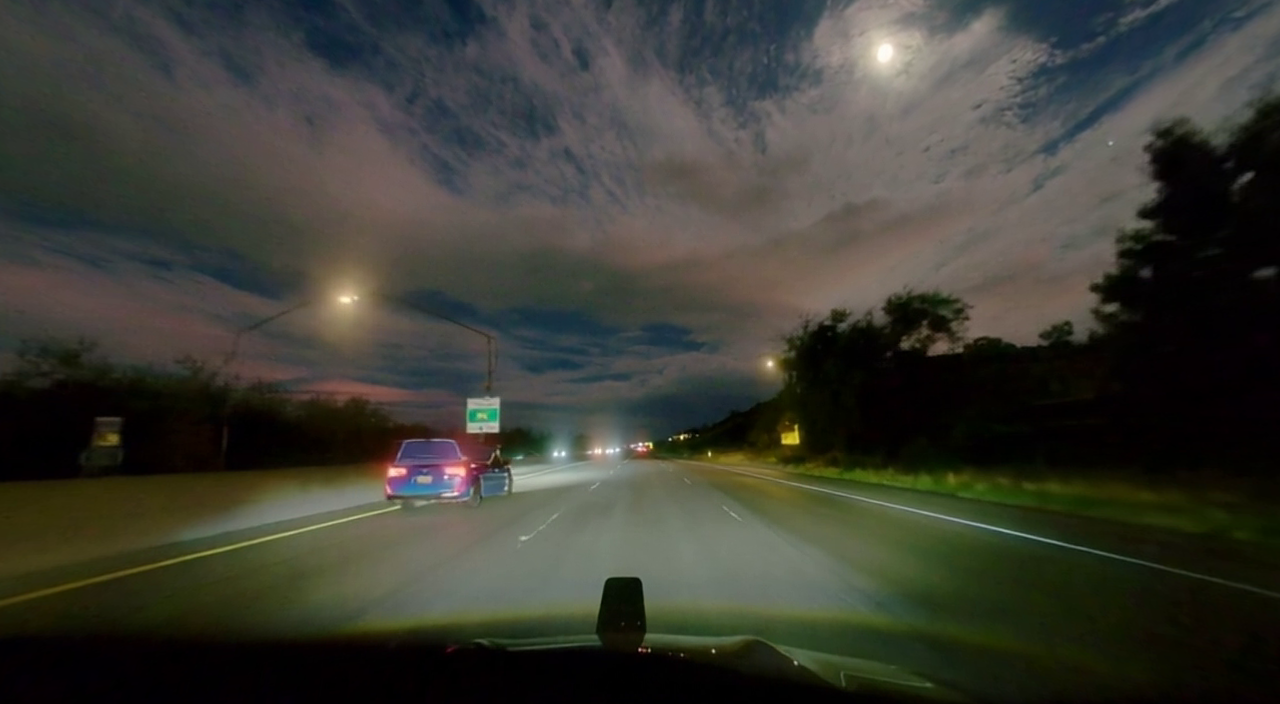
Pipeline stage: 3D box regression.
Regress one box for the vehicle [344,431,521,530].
[{"bbox_3d":[-3.664,2.345,12.013,1.965,1.556,3.971,0,-9,1],"label":"vehicle"}]
